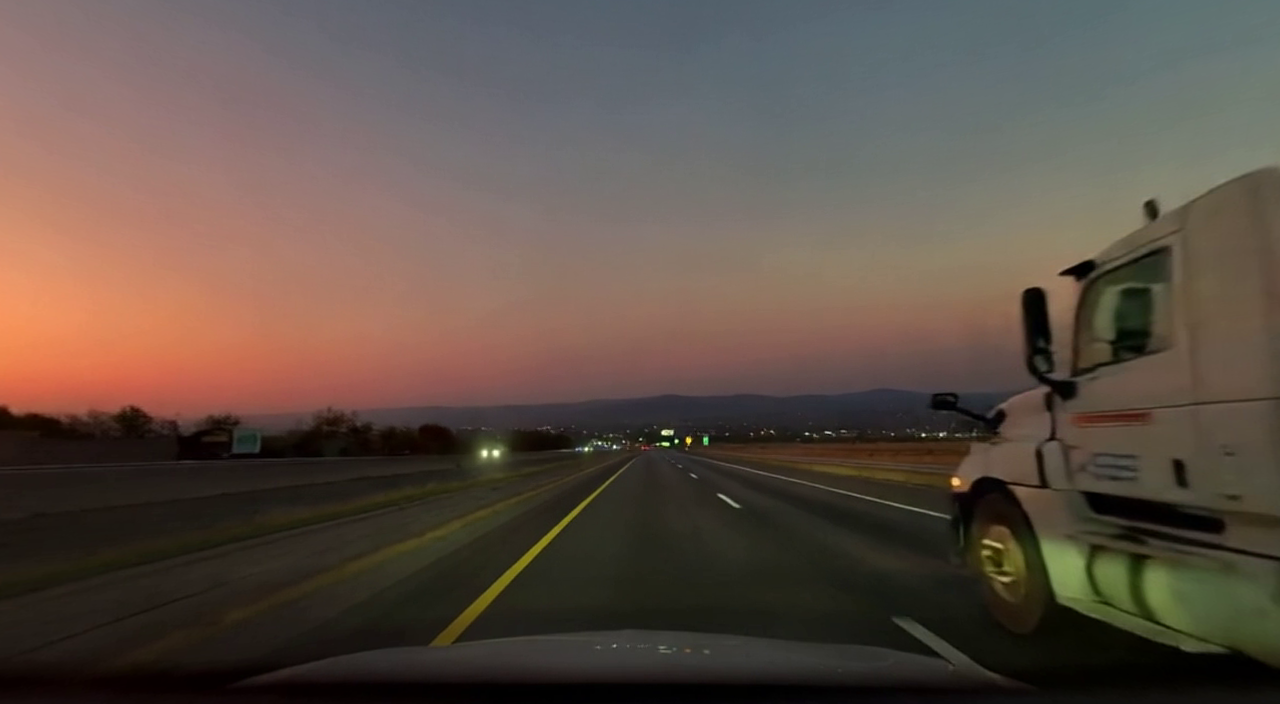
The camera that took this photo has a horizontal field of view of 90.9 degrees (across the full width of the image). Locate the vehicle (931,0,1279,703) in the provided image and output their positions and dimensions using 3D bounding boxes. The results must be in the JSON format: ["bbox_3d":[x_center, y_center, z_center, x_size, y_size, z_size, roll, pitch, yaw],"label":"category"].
[{"bbox_3d":[3.955,-0.138,0.172,3.342,2.931,9.266,0,-9,0],"label":"vehicle"}]
